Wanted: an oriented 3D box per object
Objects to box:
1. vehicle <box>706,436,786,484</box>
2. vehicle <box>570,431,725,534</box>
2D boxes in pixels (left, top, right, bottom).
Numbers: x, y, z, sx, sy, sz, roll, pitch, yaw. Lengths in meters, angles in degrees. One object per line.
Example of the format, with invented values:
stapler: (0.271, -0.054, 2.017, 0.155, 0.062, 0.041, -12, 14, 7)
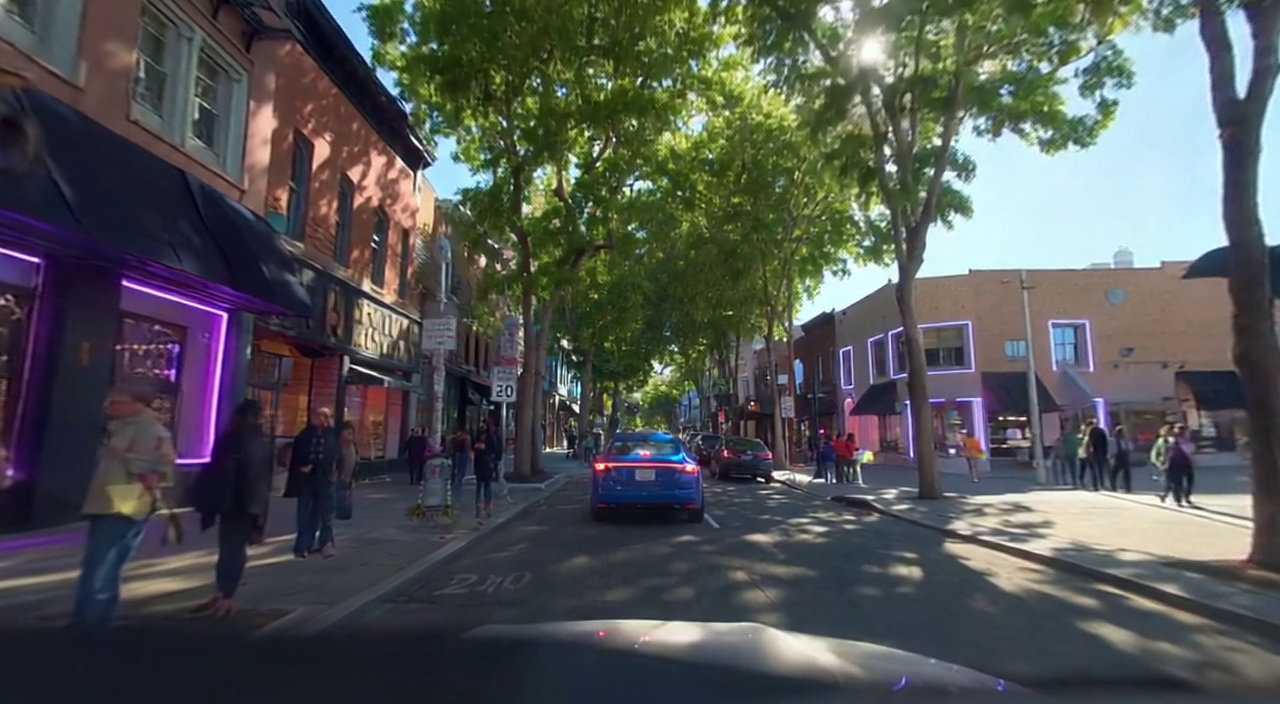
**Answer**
vehicle: (3.624, 3.798, 22.510, 2.025, 1.523, 4.426, 0, -9, -1)
vehicle: (0.085, 2.225, 11.362, 2.261, 1.474, 4.130, 0, -9, -1)
